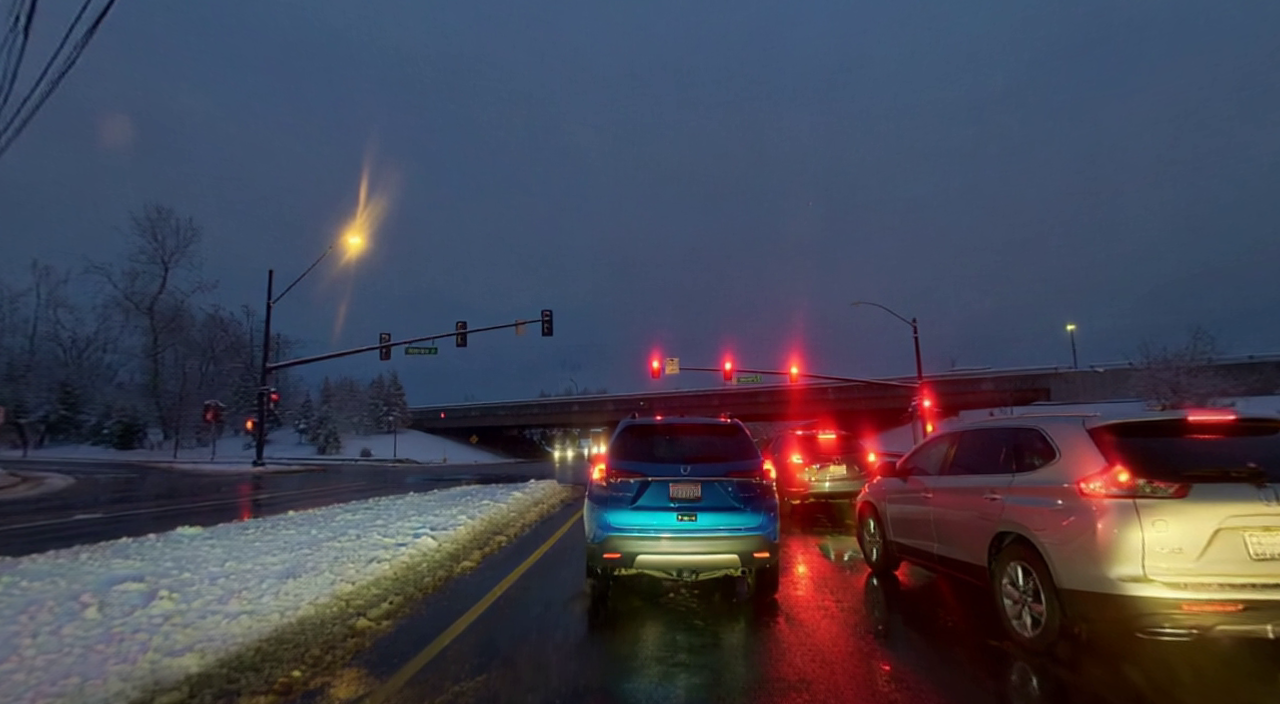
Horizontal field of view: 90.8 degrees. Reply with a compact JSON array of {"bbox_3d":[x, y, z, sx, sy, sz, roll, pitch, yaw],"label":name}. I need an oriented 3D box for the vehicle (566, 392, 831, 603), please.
[{"bbox_3d":[0.446,1.553,7.607,2.240,1.778,4.335,0,-8,-1],"label":"vehicle"}]

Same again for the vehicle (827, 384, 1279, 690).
[{"bbox_3d":[3.405,1.338,5.794,1.990,1.649,4.625,0,-8,0],"label":"vehicle"}]
